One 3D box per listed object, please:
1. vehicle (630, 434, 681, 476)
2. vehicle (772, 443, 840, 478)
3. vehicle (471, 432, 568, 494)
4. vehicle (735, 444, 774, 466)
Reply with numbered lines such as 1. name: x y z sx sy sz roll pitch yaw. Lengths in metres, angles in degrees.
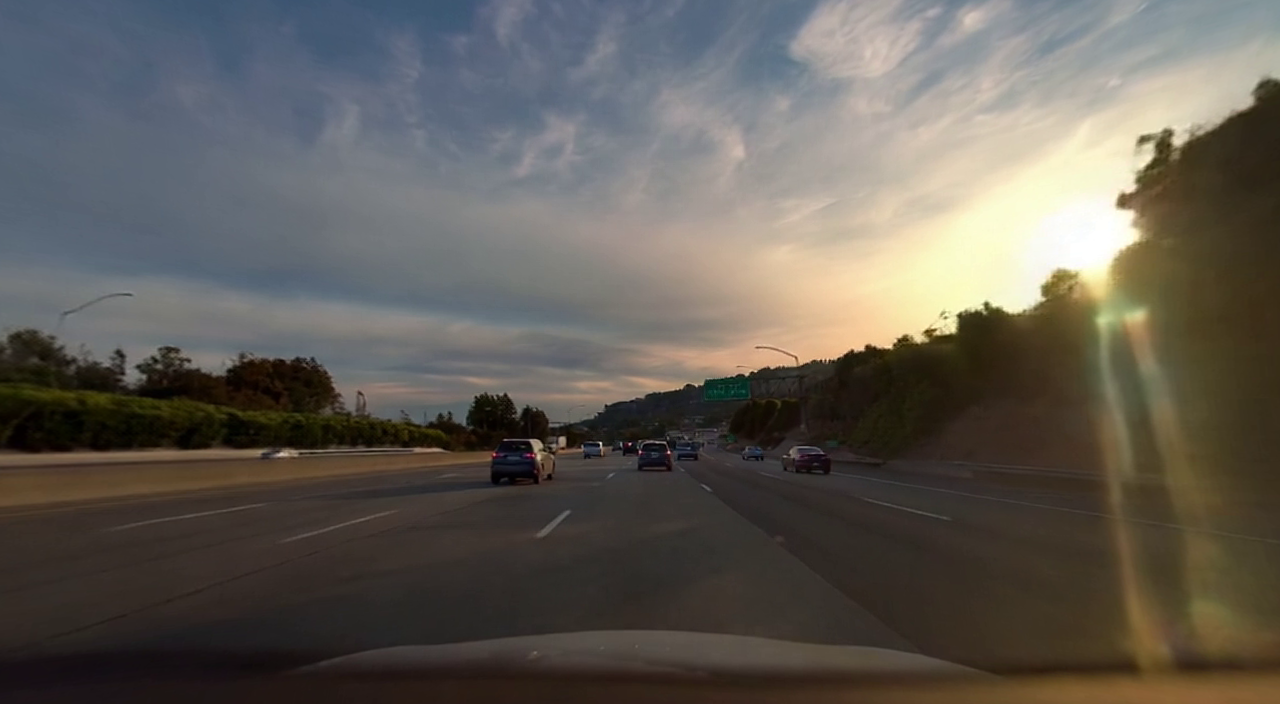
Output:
1. vehicle: 0.769 5.025 30.874 2.270 1.862 4.949 0 -9 1
2. vehicle: 7.506 4.928 28.913 1.936 1.480 4.373 0 -9 0
3. vehicle: -3.709 3.503 20.246 2.142 1.759 4.297 0 -9 2
4. vehicle: 8.238 7.460 45.716 2.005 1.456 4.287 0 -9 0
